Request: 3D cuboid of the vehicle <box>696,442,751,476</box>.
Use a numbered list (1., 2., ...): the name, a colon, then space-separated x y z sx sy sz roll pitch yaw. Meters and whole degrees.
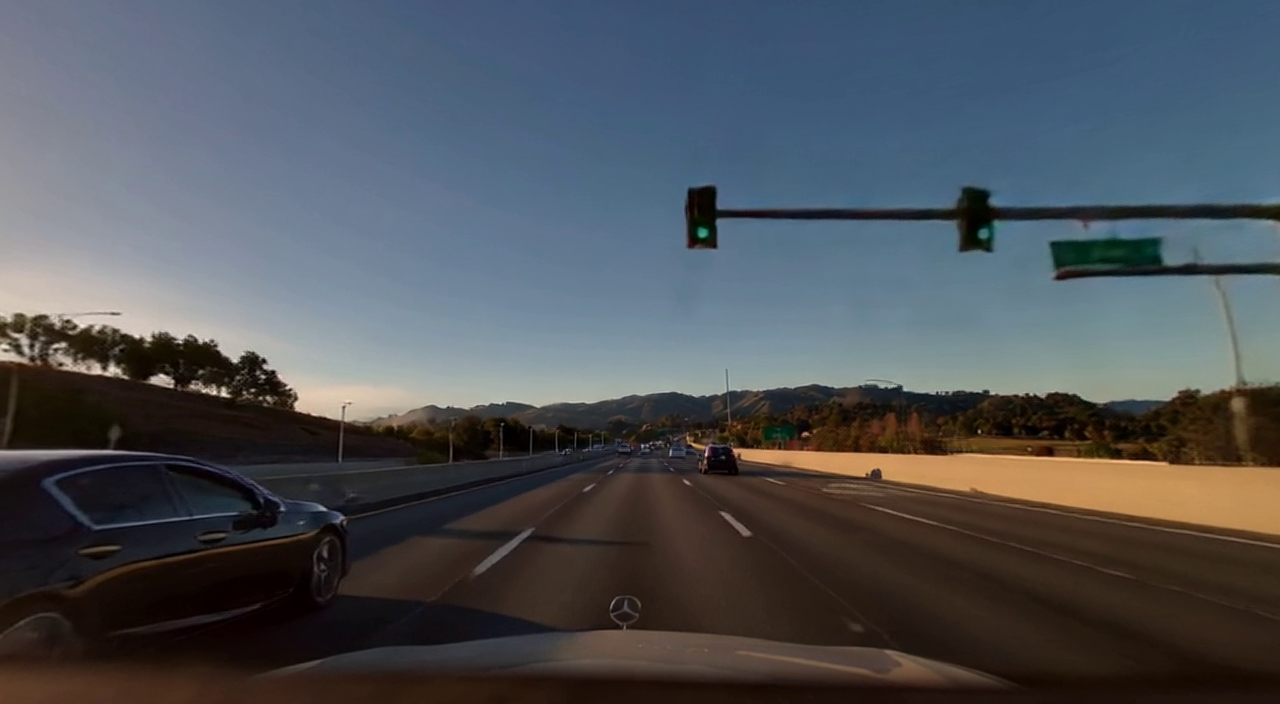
1. vehicle: 3.820 4.989 29.596 1.916 1.469 4.481 0 -8 -1
